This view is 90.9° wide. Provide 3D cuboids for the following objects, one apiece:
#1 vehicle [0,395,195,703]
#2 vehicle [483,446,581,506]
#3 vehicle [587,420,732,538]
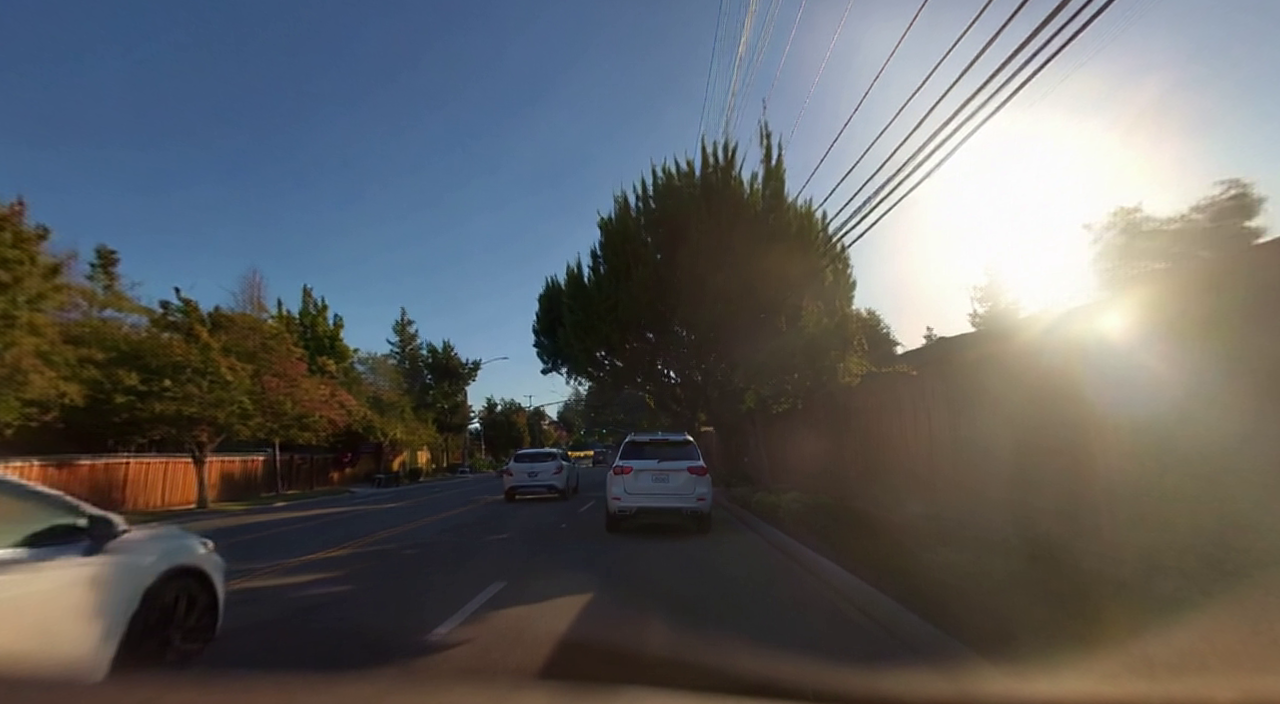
[{"bbox_3d":[-3.453,0.794,1.249,2.033,1.574,4.132,0,-9,1],"label":"vehicle"},{"bbox_3d":[-2.916,3.429,17.939,1.979,1.489,4.006,0,-9,1],"label":"vehicle"},{"bbox_3d":[0.313,2.221,11.596,2.174,1.749,4.113,0,-9,1],"label":"vehicle"}]
